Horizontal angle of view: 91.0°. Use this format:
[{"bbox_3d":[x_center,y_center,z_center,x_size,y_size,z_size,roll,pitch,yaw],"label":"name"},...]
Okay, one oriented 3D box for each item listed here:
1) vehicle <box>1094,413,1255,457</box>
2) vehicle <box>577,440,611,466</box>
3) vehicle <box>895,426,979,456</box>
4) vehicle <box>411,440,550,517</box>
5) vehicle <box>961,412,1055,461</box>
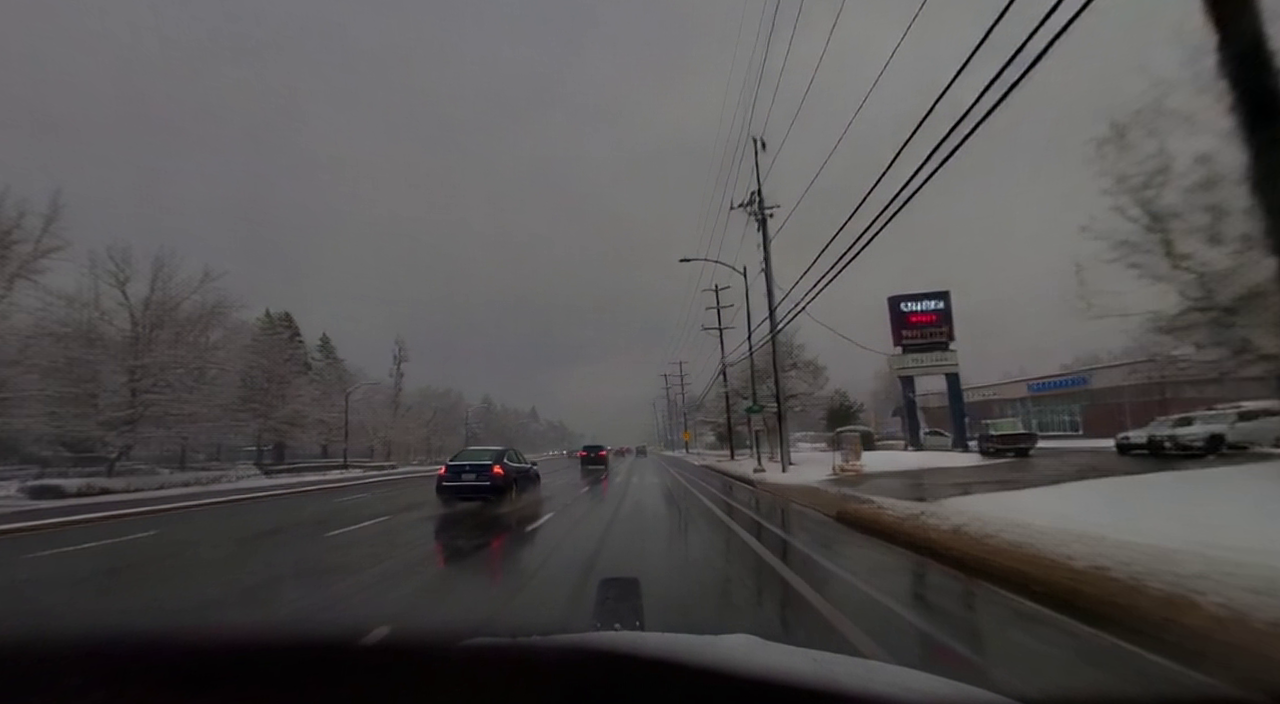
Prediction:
[{"bbox_3d":[19.946,3.162,23.852,1.865,1.498,4.827,0,-8,0],"label":"vehicle"},{"bbox_3d":[-3.194,7.108,44.555,2.087,1.736,4.311,0,-9,1],"label":"vehicle"},{"bbox_3d":[16.652,5.021,35.286,4.497,1.548,1.997,5,-10,-30],"label":"vehicle"},{"bbox_3d":[-3.446,2.826,14.610,1.942,1.469,4.426,0,-9,2],"label":"vehicle"},{"bbox_3d":[16.721,3.796,28.518,4.319,1.812,2.020,2,-10,-38],"label":"vehicle"}]
